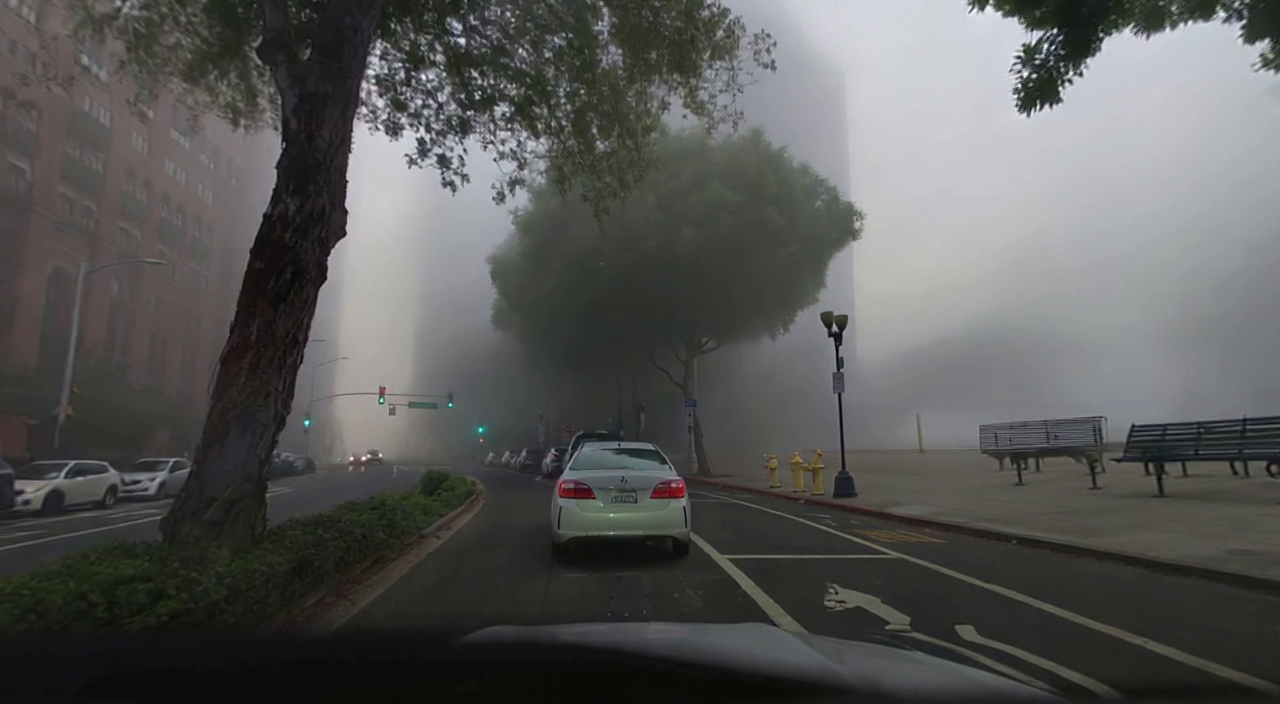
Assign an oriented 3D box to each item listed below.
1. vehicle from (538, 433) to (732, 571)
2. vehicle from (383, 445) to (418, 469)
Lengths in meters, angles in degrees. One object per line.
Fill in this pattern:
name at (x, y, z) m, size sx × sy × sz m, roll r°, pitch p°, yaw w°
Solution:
vehicle at (-0.244, 1.943, 9.019) m, size 2.142 × 1.475 × 4.051 m, roll 1°, pitch -8°, yaw -6°
vehicle at (-18.840, 8.232, 49.715) m, size 2.155 × 1.802 × 4.520 m, roll 2°, pitch -9°, yaw -16°
